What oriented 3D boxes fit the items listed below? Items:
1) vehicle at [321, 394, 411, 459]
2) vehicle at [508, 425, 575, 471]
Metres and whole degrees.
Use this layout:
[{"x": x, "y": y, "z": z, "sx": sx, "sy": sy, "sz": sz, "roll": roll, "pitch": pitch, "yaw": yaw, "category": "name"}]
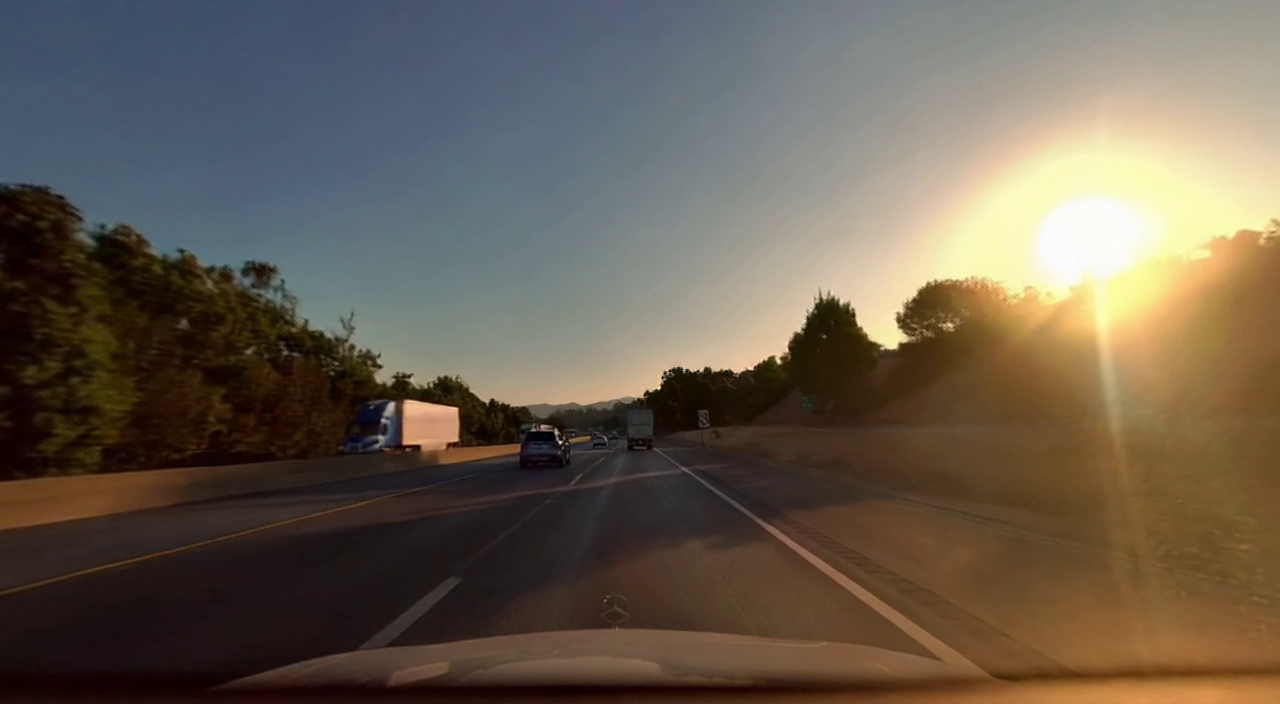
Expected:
[{"x": -17.151, "y": 4.781, "z": 39.941, "sx": 2.975, "sy": 3.782, "sz": 5.870, "roll": 0, "pitch": -8, "yaw": 0, "category": "vehicle"}, {"x": -3.864, "y": 3.838, "z": 25.481, "sx": 2.045, "sy": 1.655, "sz": 4.301, "roll": 0, "pitch": -8, "yaw": 0, "category": "vehicle"}]
